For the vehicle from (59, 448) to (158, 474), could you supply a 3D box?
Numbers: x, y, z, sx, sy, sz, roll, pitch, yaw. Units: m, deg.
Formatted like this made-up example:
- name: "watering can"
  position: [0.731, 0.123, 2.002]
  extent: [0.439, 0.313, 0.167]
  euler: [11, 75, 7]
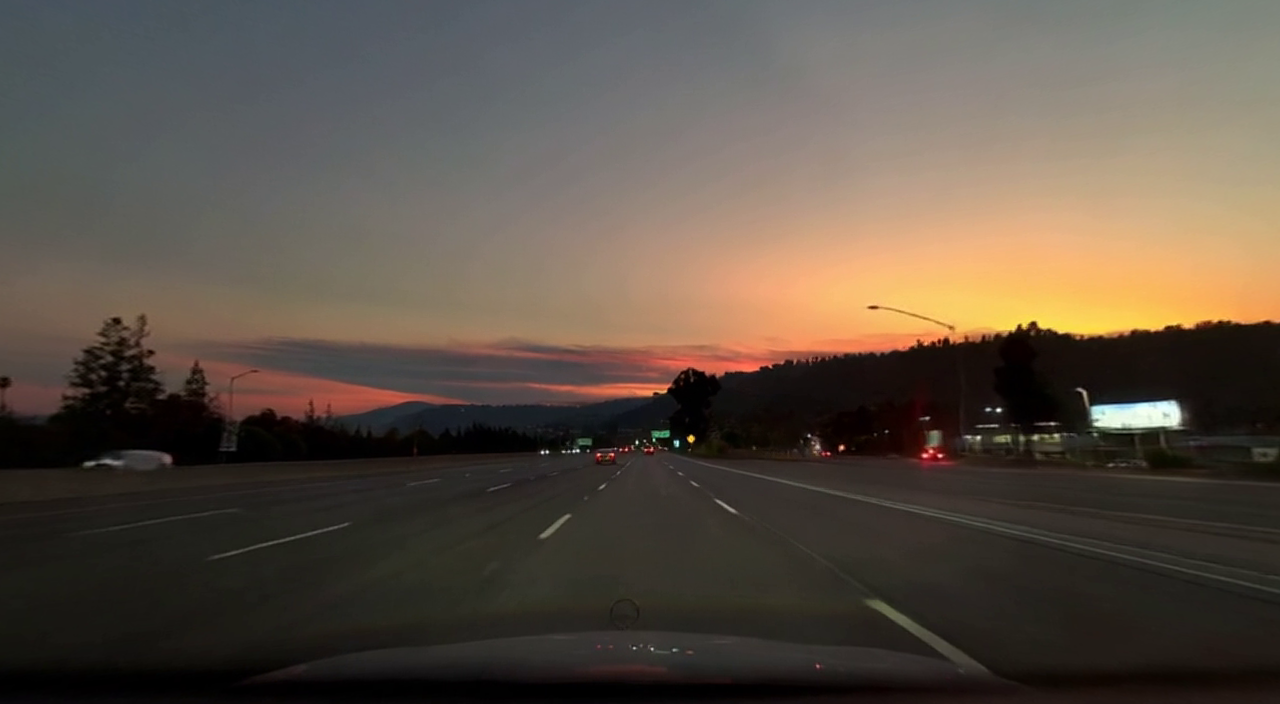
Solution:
- name: "vehicle"
  position: [-38.722, 7.921, 46.194]
  extent: [2.144, 1.739, 5.749]
  euler: [0, -9, 1]
